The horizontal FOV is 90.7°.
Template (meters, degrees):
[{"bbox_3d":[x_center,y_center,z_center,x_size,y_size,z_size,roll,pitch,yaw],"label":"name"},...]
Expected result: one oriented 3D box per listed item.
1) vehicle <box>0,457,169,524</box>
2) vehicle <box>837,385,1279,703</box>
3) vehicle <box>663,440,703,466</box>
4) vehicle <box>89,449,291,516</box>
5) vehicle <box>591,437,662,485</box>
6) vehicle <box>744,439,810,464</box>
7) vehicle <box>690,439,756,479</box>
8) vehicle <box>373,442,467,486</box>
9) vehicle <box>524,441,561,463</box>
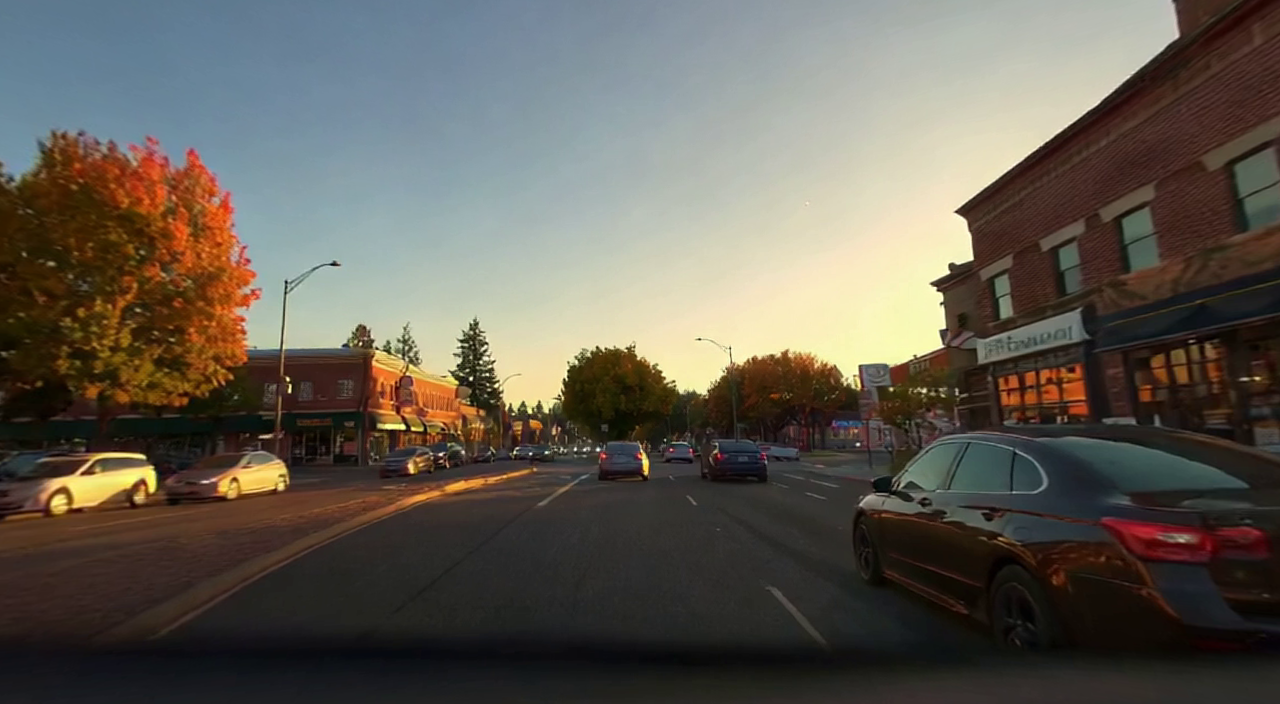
[{"bbox_3d":[-15.222,3.589,16.923,1.846,1.463,4.461,0,-8,-1],"label":"vehicle"},{"bbox_3d":[3.169,1.191,4.485,2.097,1.502,4.470,0,-8,0],"label":"vehicle"},{"bbox_3d":[2.663,6.302,39.744,2.098,1.527,3.966,0,-8,-2],"label":"vehicle"},{"bbox_3d":[-11.576,3.337,16.798,2.028,1.469,4.533,0,-8,0],"label":"vehicle"},{"bbox_3d":[-0.475,3.798,22.402,2.232,1.508,4.319,0,-8,-1],"label":"vehicle"},{"bbox_3d":[9.793,7.109,45.229,4.464,1.755,2.236,-2,-9,14],"label":"vehicle"},{"bbox_3d":[3.311,4.354,25.996,2.060,1.471,4.168,0,-8,-1],"label":"vehicle"},{"bbox_3d":[-8.372,4.287,24.595,2.050,1.503,4.350,0,-8,1],"label":"vehicle"},{"bbox_3d":[-7.407,7.653,48.435,2.085,1.610,4.085,0,-8,1],"label":"vehicle"}]
